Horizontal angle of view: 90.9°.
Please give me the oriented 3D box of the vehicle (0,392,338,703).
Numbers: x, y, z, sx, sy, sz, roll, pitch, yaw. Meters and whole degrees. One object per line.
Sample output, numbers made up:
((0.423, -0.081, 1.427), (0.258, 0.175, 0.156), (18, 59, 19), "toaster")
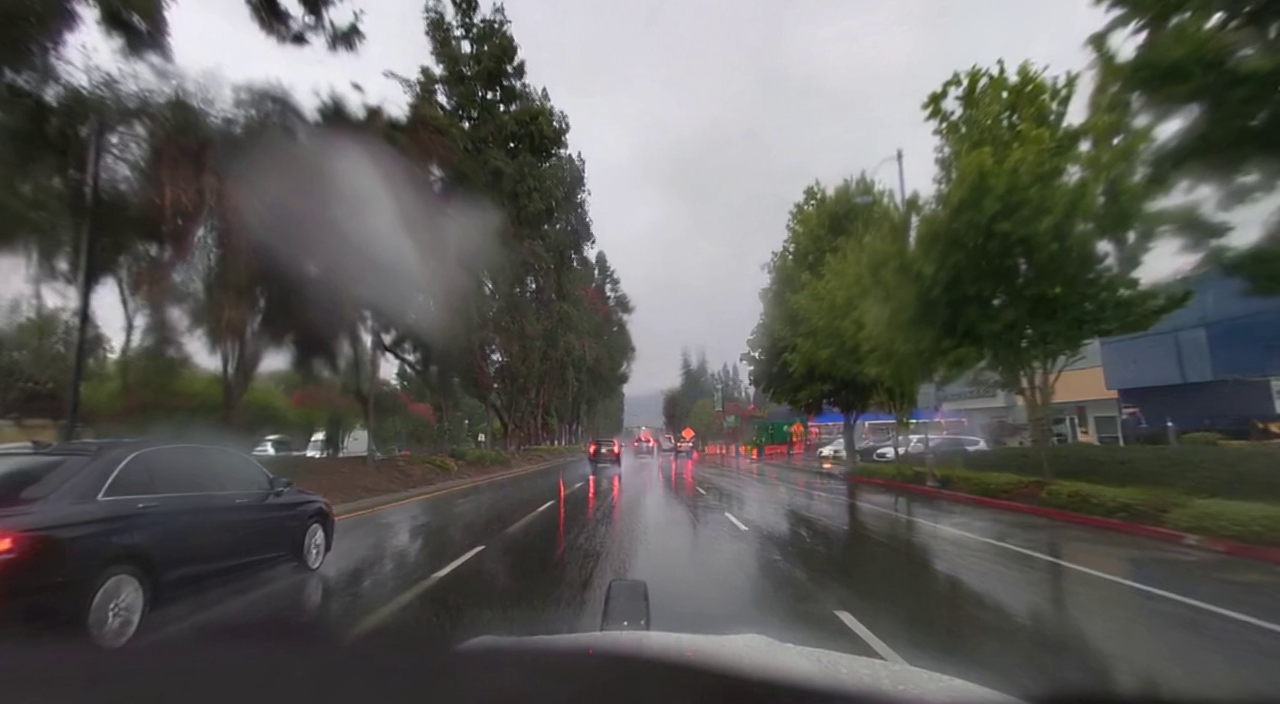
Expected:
((-3.903, 1.158, 4.228), (1.856, 1.540, 3.733), (0, -8, 0), "vehicle")

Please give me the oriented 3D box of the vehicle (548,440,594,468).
((-3.833, 5.800, 35.922), (2.107, 1.482, 4.674), (0, -8, 0), "vehicle")

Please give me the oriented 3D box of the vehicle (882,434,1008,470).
((13.400, 4.423, 28.015), (4.835, 1.458, 1.934), (-3, -9, 22), "vehicle")

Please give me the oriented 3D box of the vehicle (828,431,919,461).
((13.870, 5.567, 37.416), (4.804, 1.695, 2.055), (-4, -9, 25), "vehicle")

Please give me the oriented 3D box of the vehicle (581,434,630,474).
((-1.624, 4.584, 28.530), (2.038, 1.682, 4.399), (1, -9, -5), "vehicle")
